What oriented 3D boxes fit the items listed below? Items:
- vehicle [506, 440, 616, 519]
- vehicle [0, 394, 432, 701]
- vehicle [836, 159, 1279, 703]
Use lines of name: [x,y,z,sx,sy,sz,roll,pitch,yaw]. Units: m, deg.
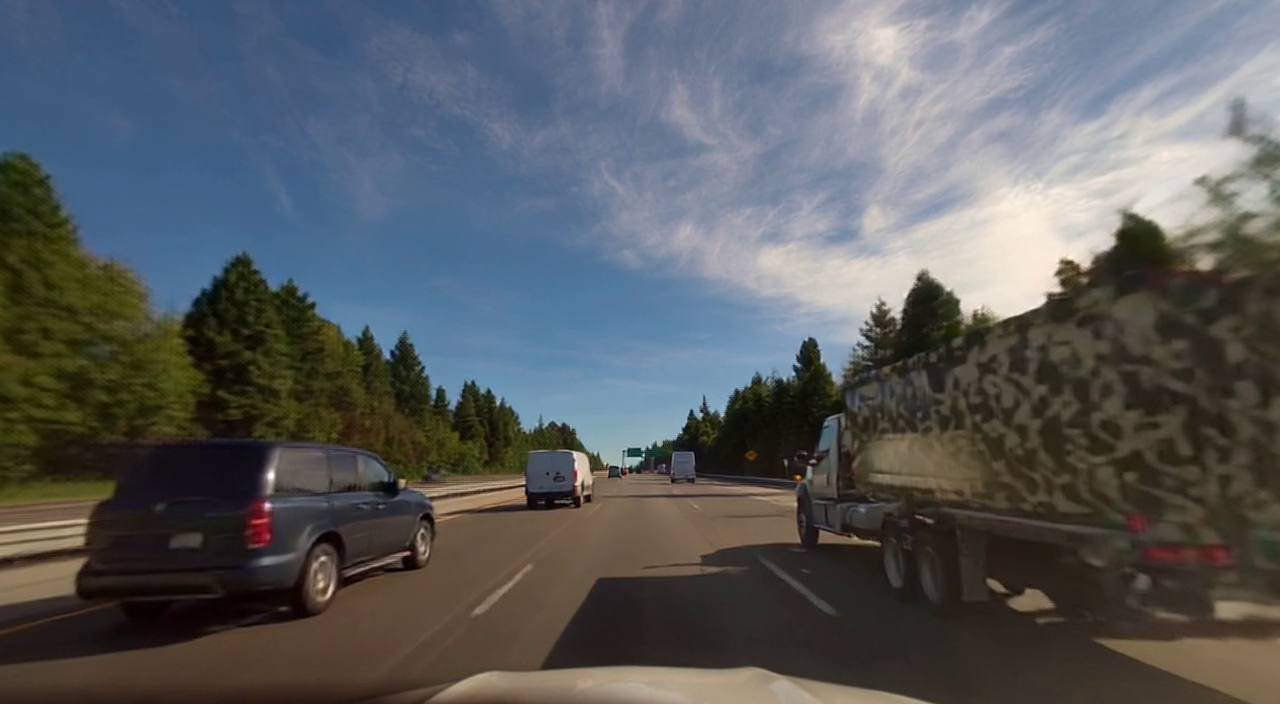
vehicle: [-2.100,3.688,18.471,2.378,1.930,5.086,0,-10,2]
vehicle: [-3.708,1.465,5.707,2.124,1.671,4.262,1,-10,0]
vehicle: [3.936,0.924,5.591,2.703,2.988,5.097,1,-10,0]
